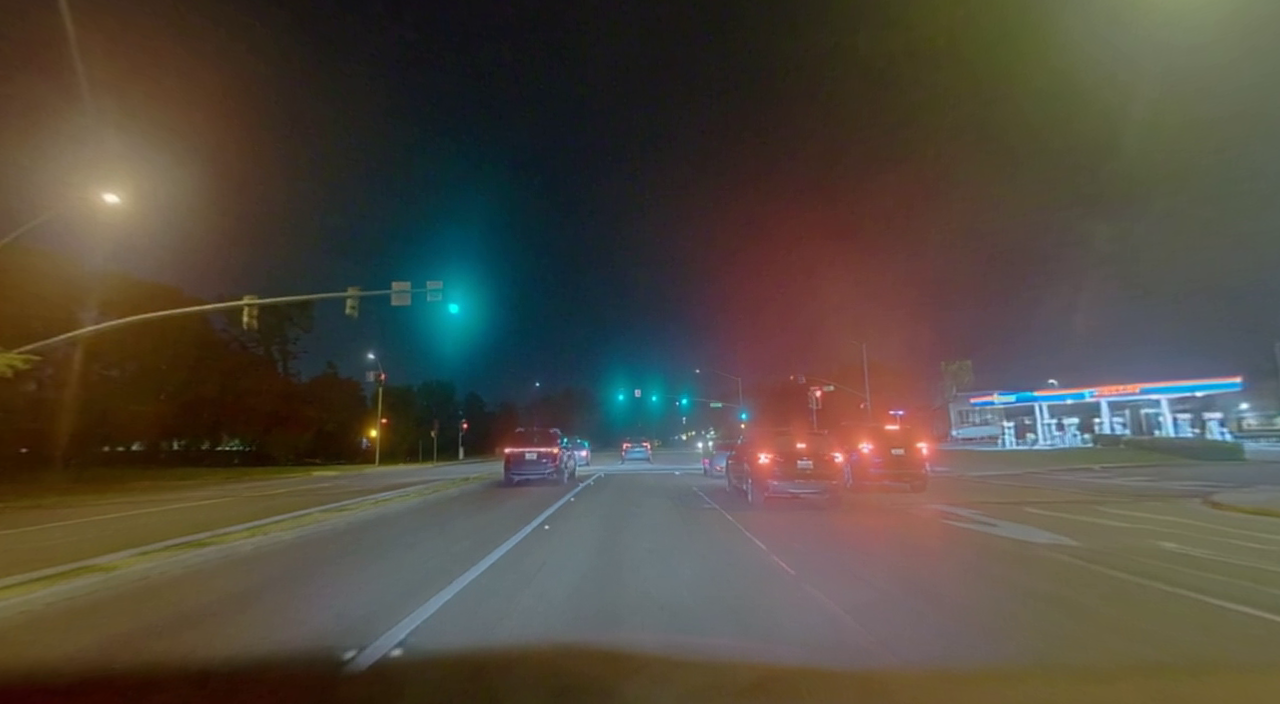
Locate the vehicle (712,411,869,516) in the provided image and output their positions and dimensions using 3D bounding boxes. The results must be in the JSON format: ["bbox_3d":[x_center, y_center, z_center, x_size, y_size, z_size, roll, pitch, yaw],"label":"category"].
[{"bbox_3d":[2.881,2.286,13.382,2.140,1.800,4.660,0,-8,0],"label":"vehicle"}]

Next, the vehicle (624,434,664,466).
[{"bbox_3d":[0.191,5.558,35.890,2.131,1.665,3.926,0,-8,-2],"label":"vehicle"}]

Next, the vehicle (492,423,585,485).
[{"bbox_3d":[-3.214,3.363,21.070,2.261,1.820,4.255,0,-8,2],"label":"vehicle"}]
